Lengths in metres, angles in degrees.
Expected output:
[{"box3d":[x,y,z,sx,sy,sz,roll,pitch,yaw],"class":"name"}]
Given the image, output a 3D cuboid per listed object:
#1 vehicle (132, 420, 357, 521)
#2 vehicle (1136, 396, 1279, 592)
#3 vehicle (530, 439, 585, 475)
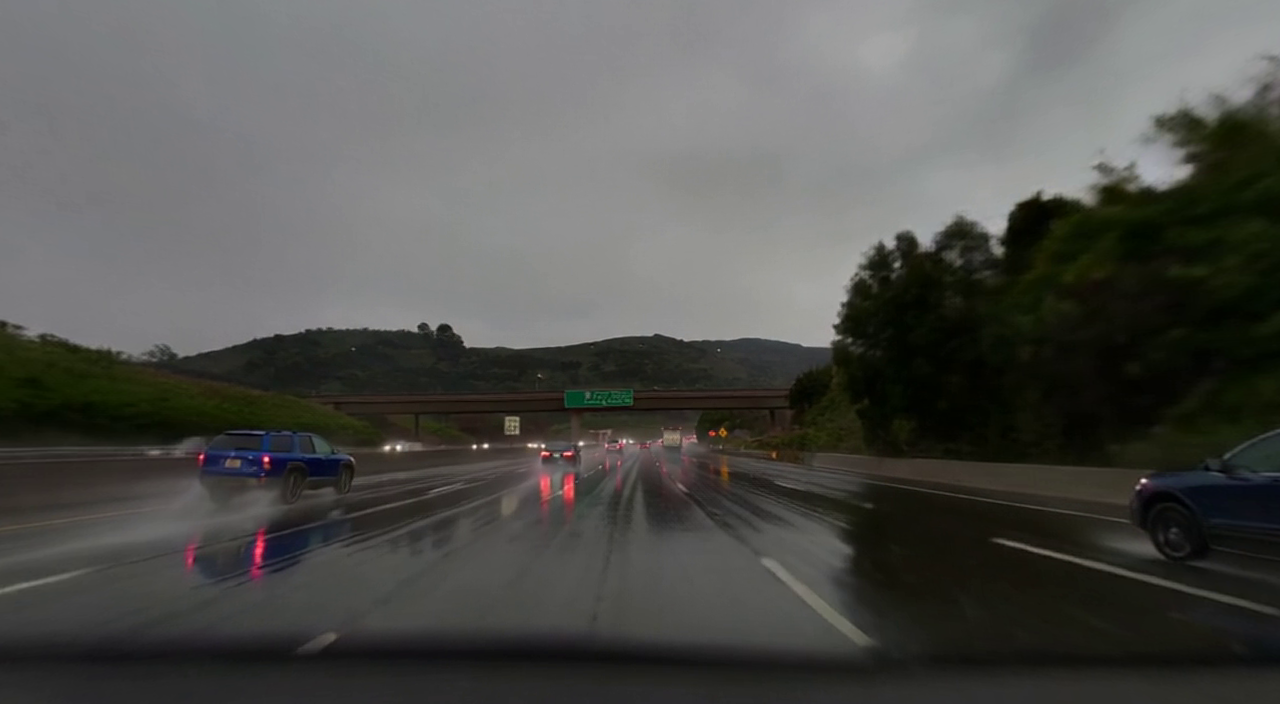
[{"box3d":[-7.644,2.324,12.840,1.860,1.694,4.173,0,-9,-1],"class":"vehicle"},{"box3d":[6.667,1.147,4.864,1.950,1.719,4.545,0,-9,0],"class":"vehicle"},{"box3d":[-3.689,4.769,28.957,1.925,1.509,4.363,0,-9,0],"class":"vehicle"}]
